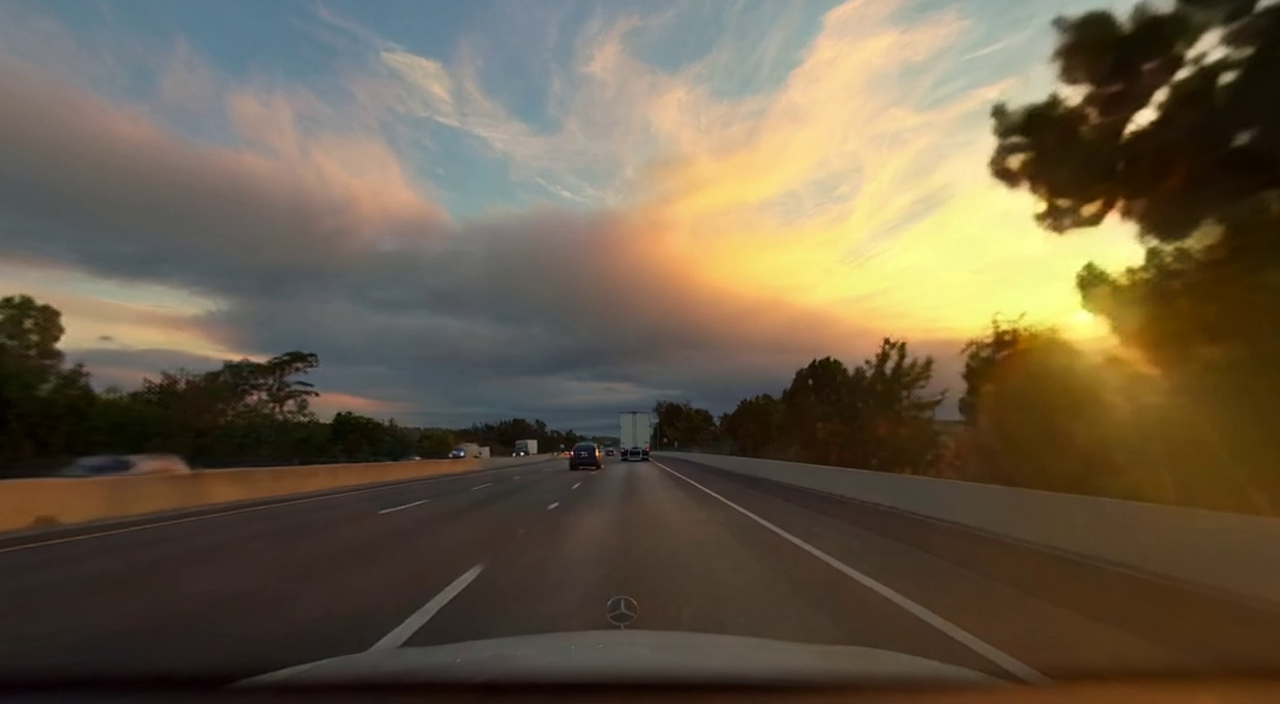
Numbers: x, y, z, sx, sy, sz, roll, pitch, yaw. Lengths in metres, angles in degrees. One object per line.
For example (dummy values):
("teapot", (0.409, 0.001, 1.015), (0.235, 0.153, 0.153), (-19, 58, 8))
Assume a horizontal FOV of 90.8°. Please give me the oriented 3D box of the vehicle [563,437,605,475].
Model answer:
("vehicle", (-2.985, 5.641, 34.275), (2.139, 1.925, 4.312), (0, -9, -4))
